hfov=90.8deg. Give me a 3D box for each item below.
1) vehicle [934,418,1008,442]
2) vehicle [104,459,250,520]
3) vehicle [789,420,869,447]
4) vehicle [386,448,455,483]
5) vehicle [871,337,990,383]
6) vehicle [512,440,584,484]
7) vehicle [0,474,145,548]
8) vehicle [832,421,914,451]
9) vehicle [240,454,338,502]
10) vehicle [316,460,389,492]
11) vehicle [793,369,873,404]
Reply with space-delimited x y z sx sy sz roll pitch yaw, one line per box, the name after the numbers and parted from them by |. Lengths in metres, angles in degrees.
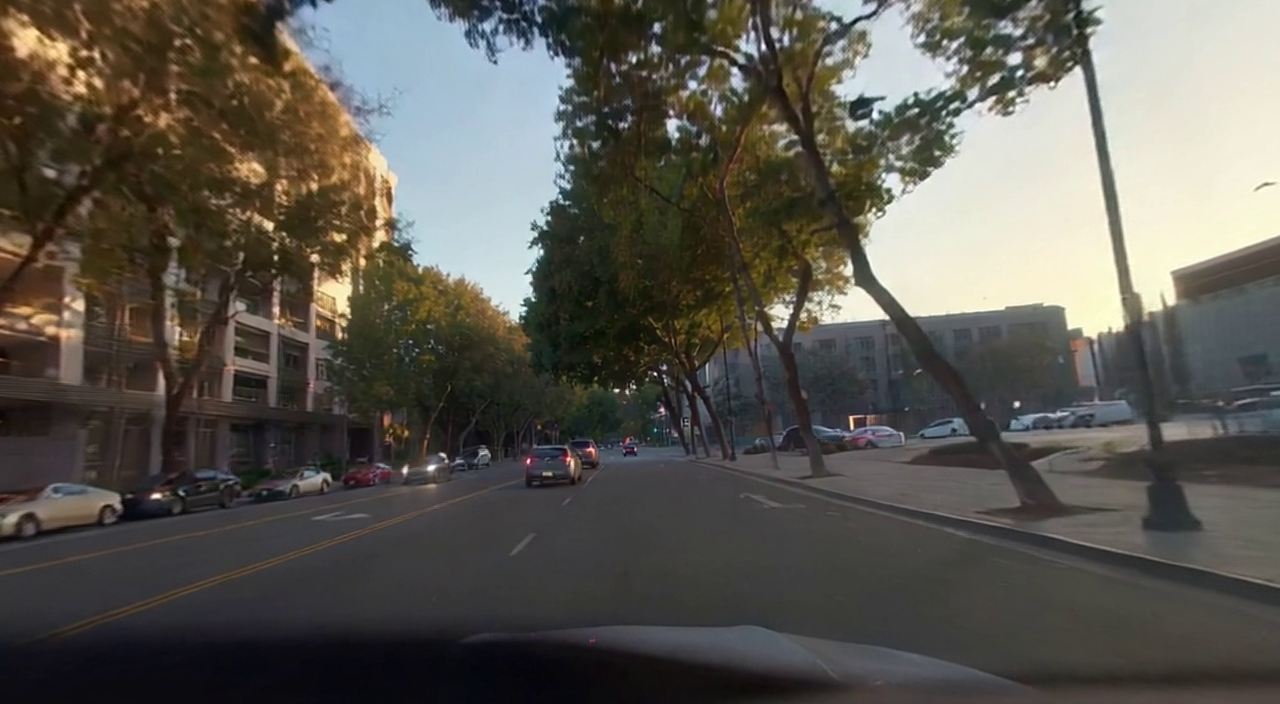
24.958 5.891 47.657 4.439 1.688 2.101 0 -9 -10 | vehicle
-16.310 4.806 22.628 1.897 1.805 4.538 0 -8 -3 | vehicle
12.328 5.382 41.541 4.619 1.626 2.121 -1 -9 3 | vehicle
-10.640 5.486 30.973 1.884 1.518 4.380 0 -8 -1 | vehicle
11.482 0.337 25.172 3.827 1.556 1.730 -1 -10 -1 | vehicle
-3.272 3.966 23.181 2.051 1.454 4.132 0 -8 -1 | vehicle
-15.996 4.139 16.932 1.871 1.485 4.573 0 -8 -2 | vehicle
12.240 4.427 33.292 3.527 1.496 1.836 0 -6 -4 | vehicle
-16.416 5.854 29.832 2.079 1.847 4.592 -4 -8 -1 | vehicle
-16.173 6.980 35.828 2.021 1.438 4.616 -2 -8 0 | vehicle
11.053 2.005 36.282 3.826 1.601 1.807 -4 -7 -5 | vehicle
